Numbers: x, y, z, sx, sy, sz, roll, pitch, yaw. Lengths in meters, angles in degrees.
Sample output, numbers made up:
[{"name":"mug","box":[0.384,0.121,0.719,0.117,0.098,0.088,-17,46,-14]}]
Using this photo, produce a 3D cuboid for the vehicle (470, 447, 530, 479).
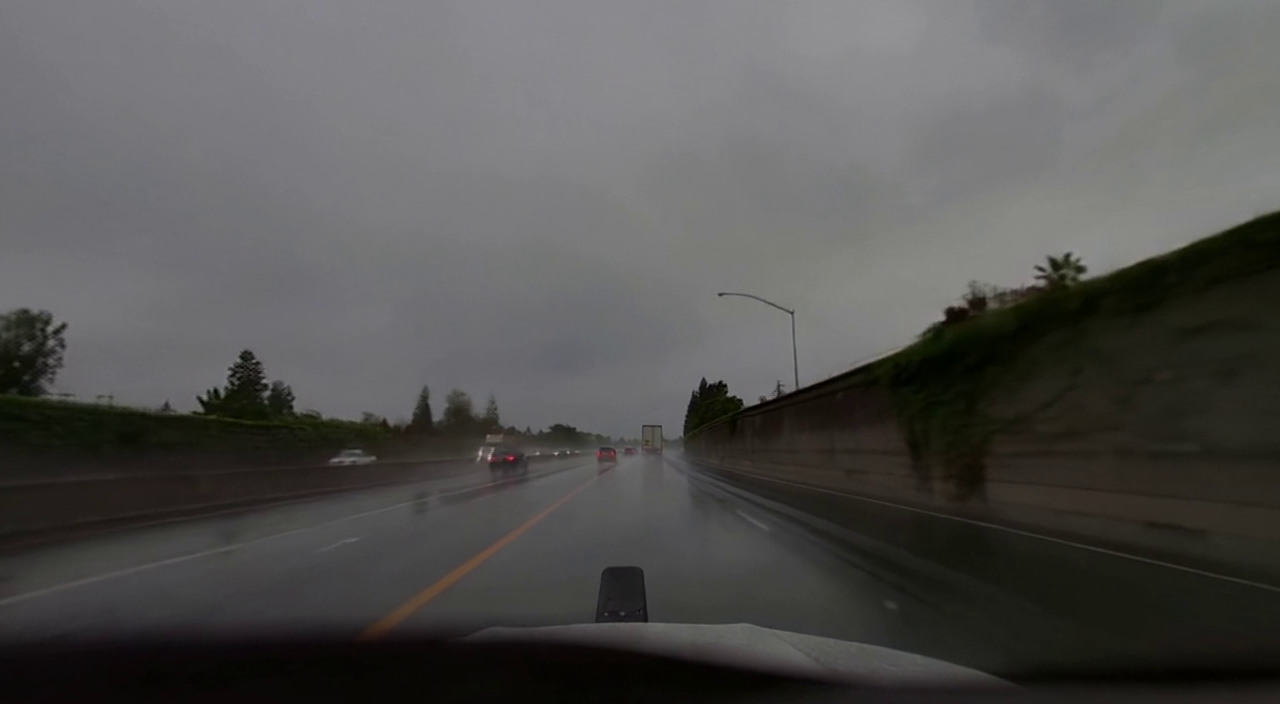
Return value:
[{"name":"vehicle","box":[-7.210,5.762,32.962,2.031,1.521,4.503,0,-9,1]}]
